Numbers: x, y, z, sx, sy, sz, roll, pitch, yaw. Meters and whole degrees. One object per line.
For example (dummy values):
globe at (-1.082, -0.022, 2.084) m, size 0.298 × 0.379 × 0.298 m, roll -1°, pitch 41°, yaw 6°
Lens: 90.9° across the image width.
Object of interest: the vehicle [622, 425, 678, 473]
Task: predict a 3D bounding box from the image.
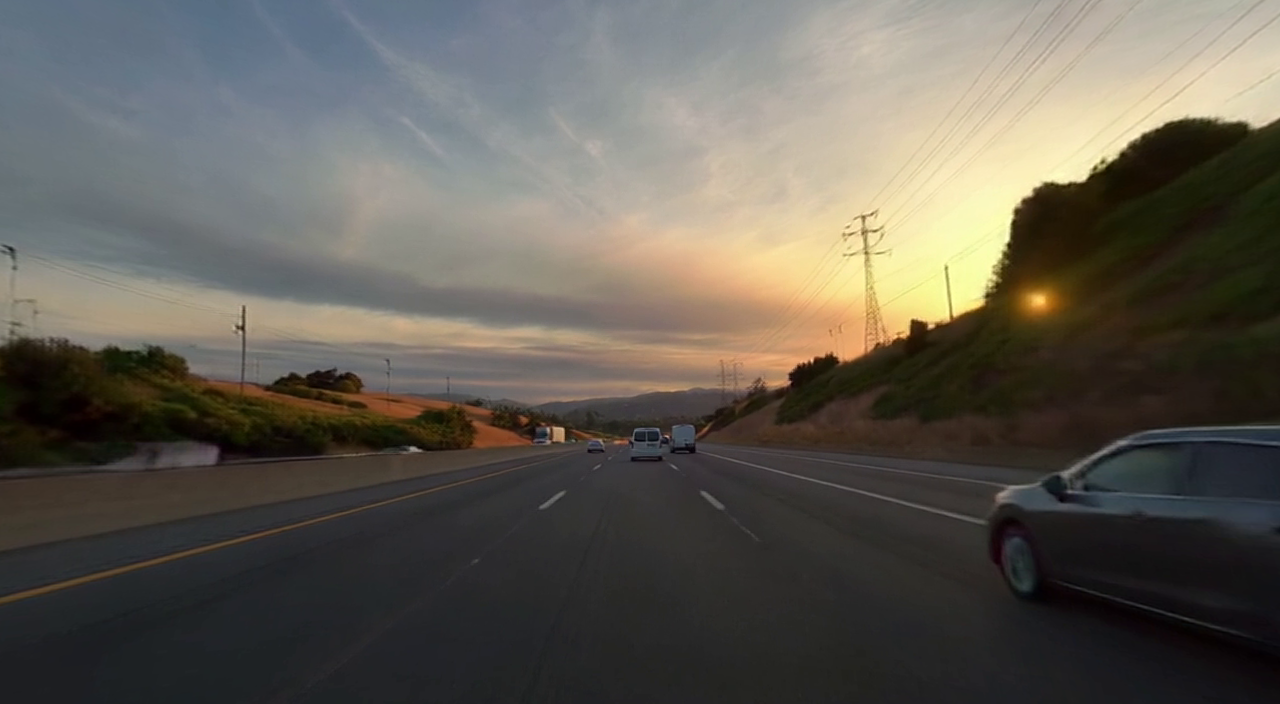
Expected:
vehicle at (0.339, 3.992, 26.162) m, size 2.159 × 1.811 × 4.238 m, roll 0°, pitch -8°, yaw -1°

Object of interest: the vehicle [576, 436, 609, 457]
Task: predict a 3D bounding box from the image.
vehicle at (-3.521, 7.154, 47.902) m, size 2.093 × 1.517 × 4.648 m, roll 0°, pitch -8°, yaw 1°

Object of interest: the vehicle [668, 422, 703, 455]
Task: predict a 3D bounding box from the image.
vehicle at (3.520, 6.795, 49.775) m, size 2.348 × 2.429 × 5.172 m, roll 0°, pitch -8°, yaw -1°

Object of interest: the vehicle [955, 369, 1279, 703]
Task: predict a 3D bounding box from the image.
vehicle at (3.617, 0.878, 2.770) m, size 1.923 × 1.562 × 4.691 m, roll 0°, pitch -8°, yaw -2°
